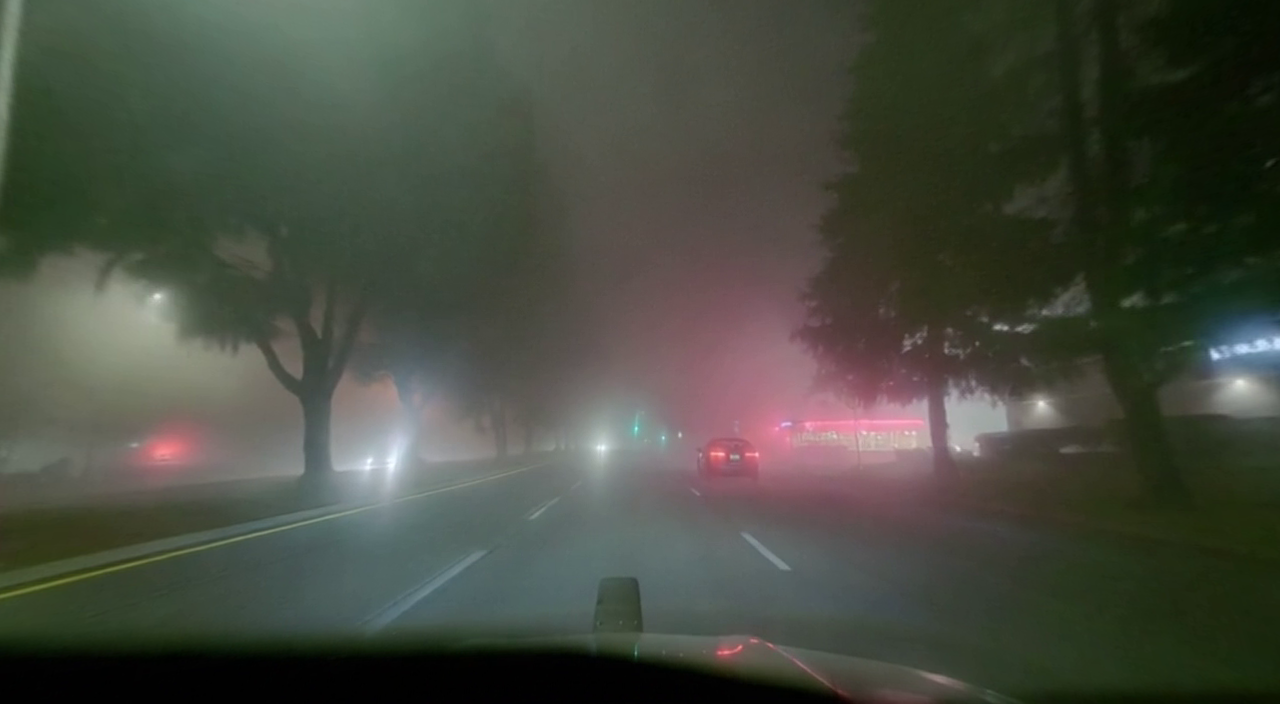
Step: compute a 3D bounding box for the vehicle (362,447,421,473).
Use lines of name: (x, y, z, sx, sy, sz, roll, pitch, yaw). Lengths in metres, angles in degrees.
vehicle: (-16.367, 7.115, 41.716, 1.934, 1.497, 4.745, 0, -8, 1)

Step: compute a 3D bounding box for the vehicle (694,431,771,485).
vehicle: (3.261, 3.818, 23.060, 2.083, 1.743, 4.354, 0, -8, -1)
